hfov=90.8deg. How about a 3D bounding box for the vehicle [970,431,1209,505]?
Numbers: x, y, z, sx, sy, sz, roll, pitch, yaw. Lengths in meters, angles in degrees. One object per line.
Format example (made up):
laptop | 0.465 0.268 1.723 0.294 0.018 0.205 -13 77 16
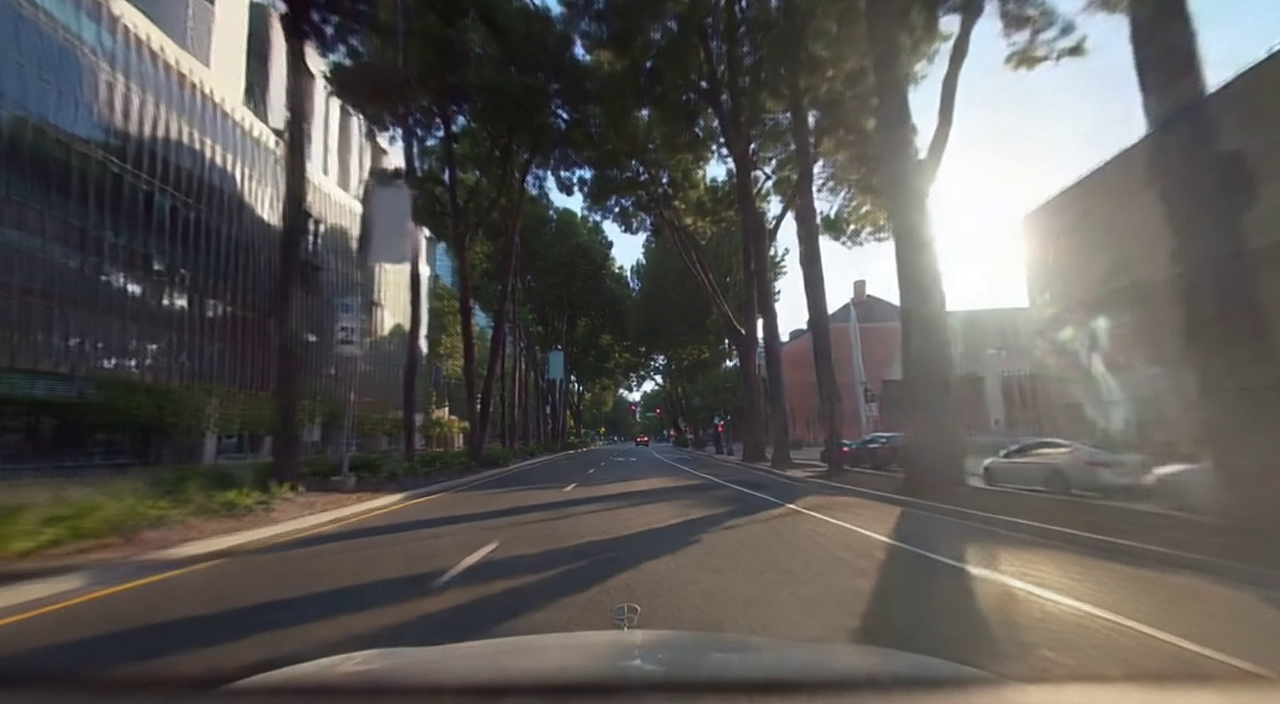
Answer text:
vehicle | 10.783 2.811 15.791 1.977 1.519 4.953 1 -9 -6

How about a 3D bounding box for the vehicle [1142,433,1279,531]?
vehicle | 10.802 2.036 10.000 1.927 1.489 4.532 0 -8 -1

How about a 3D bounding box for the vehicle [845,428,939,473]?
vehicle | 10.630 4.205 27.131 1.947 1.716 4.861 0 -8 -1
